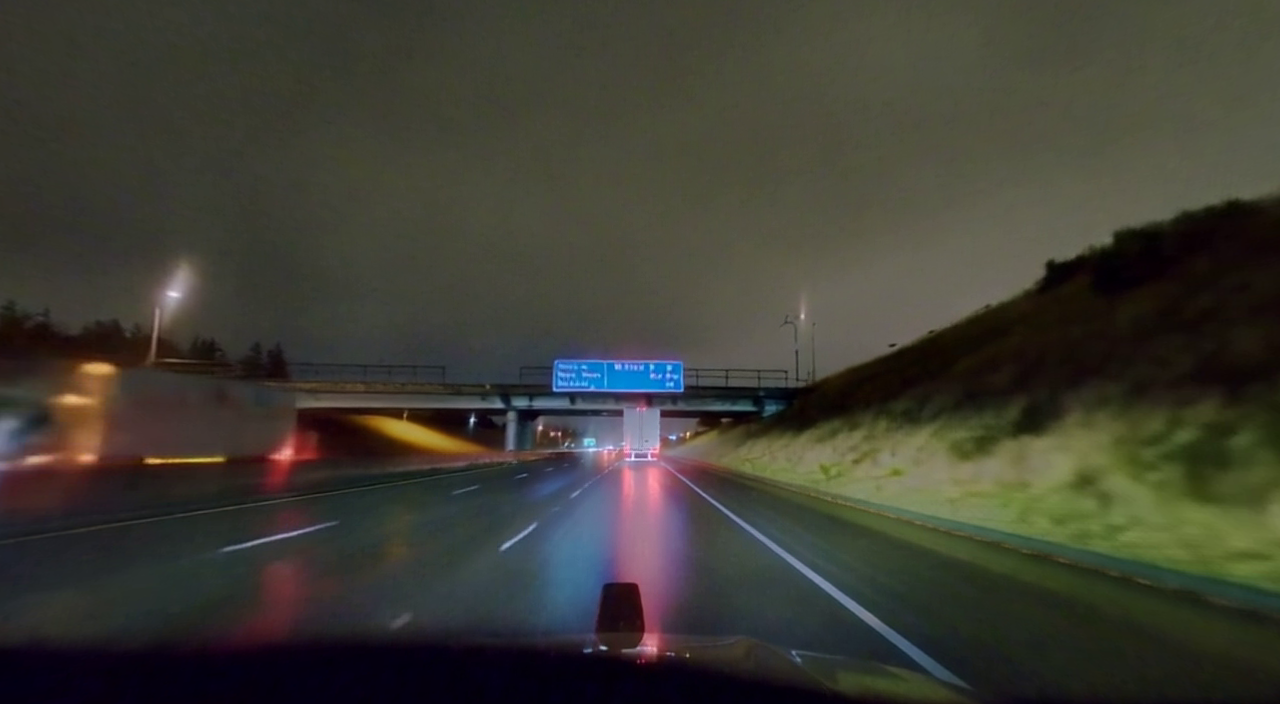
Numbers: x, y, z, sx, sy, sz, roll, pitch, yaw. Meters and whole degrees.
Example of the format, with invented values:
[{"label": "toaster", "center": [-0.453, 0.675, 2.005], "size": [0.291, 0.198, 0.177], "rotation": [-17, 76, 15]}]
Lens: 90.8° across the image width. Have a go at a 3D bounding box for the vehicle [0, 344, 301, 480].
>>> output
[{"label": "vehicle", "center": [-18.958, 2.802, 25.132], "size": [2.997, 3.896, 14.226], "rotation": [0, -9, 0]}]
